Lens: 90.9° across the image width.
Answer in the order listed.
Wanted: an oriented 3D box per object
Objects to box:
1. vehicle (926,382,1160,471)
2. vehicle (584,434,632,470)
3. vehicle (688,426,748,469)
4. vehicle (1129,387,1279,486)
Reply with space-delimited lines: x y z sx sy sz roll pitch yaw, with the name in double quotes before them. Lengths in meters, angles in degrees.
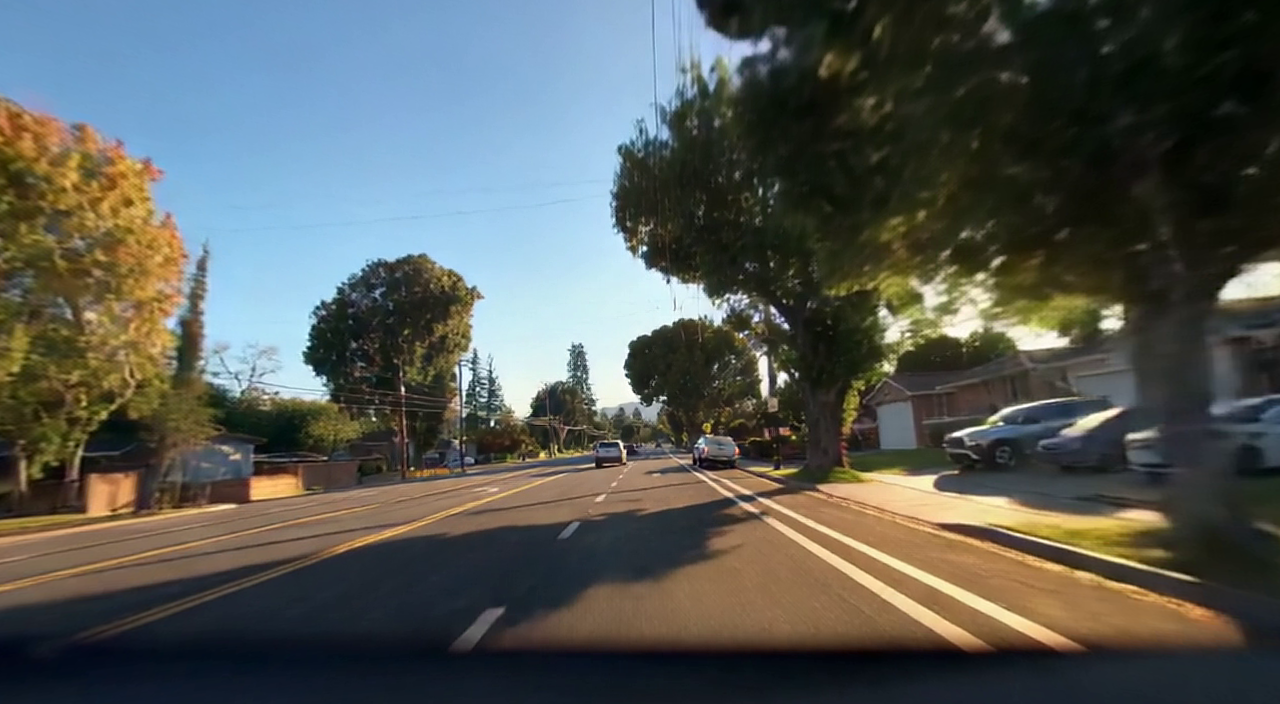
"vehicle" 11.290 2.153 18.002 5.042 1.803 2.134 -7 -9 0
"vehicle" -1.722 5.633 35.694 2.327 1.861 4.941 -1 -9 2
"vehicle" 4.219 5.354 35.294 2.622 2.137 6.267 1 -9 1
"vehicle" 12.336 1.415 11.748 4.719 1.553 1.889 -5 -8 0
